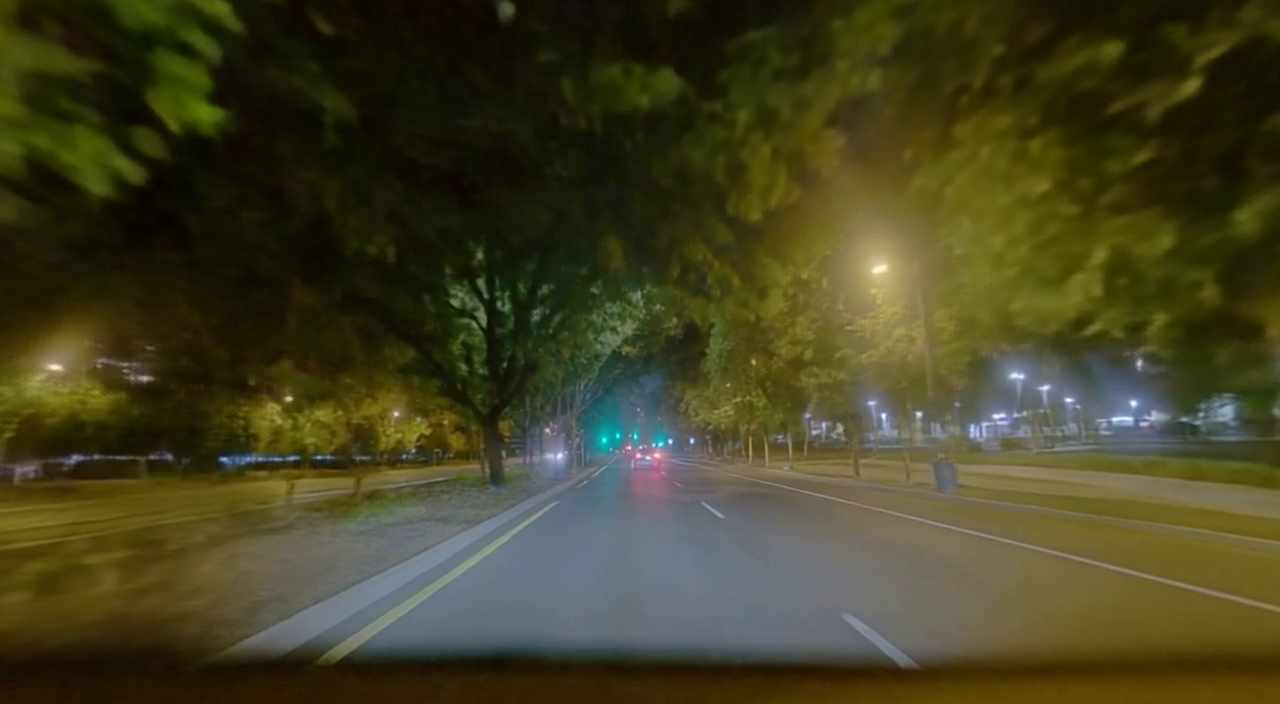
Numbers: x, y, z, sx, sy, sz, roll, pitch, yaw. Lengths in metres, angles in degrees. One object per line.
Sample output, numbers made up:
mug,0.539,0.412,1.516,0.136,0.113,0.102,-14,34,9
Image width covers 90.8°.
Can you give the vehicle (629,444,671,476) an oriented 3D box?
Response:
vehicle,0.454,5.698,33.644,2.048,1.584,4.393,0,-9,-2
